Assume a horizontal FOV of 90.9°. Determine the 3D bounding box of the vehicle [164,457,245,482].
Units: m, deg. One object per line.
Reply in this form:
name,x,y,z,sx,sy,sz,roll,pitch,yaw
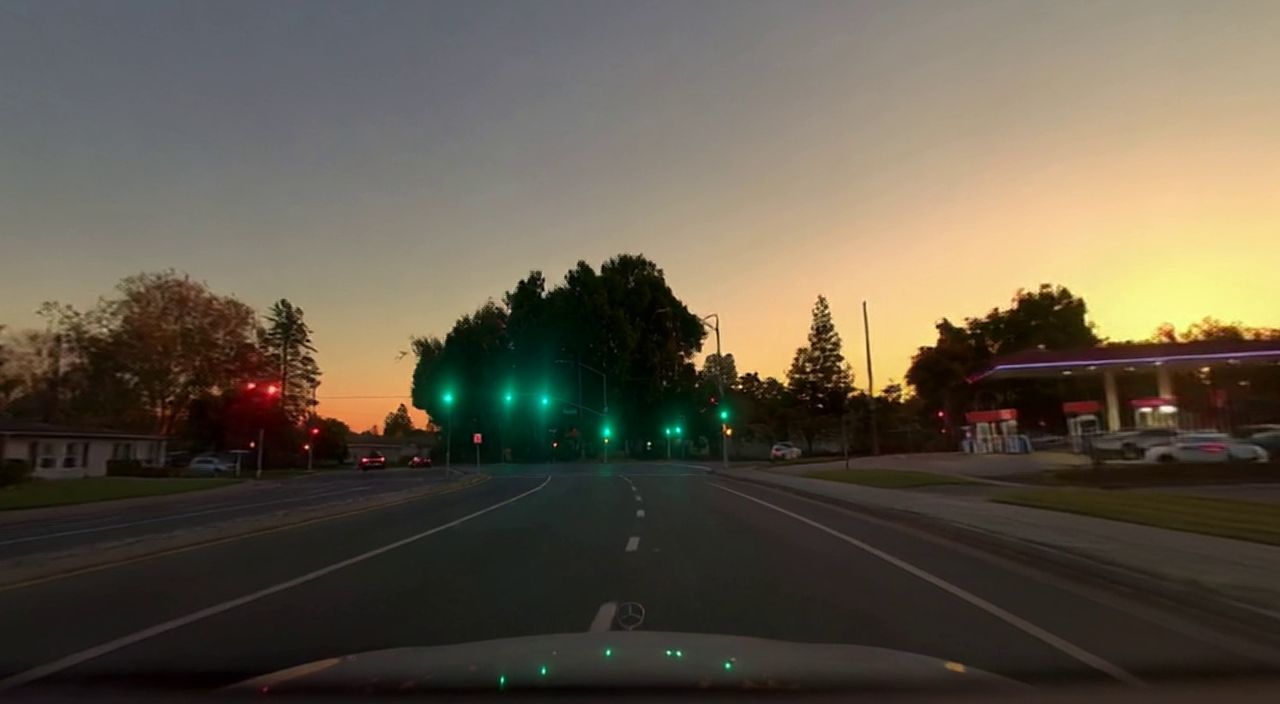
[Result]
vehicle,-31.862,8.562,46.162,4.559,1.608,1.961,-2,-8,5
